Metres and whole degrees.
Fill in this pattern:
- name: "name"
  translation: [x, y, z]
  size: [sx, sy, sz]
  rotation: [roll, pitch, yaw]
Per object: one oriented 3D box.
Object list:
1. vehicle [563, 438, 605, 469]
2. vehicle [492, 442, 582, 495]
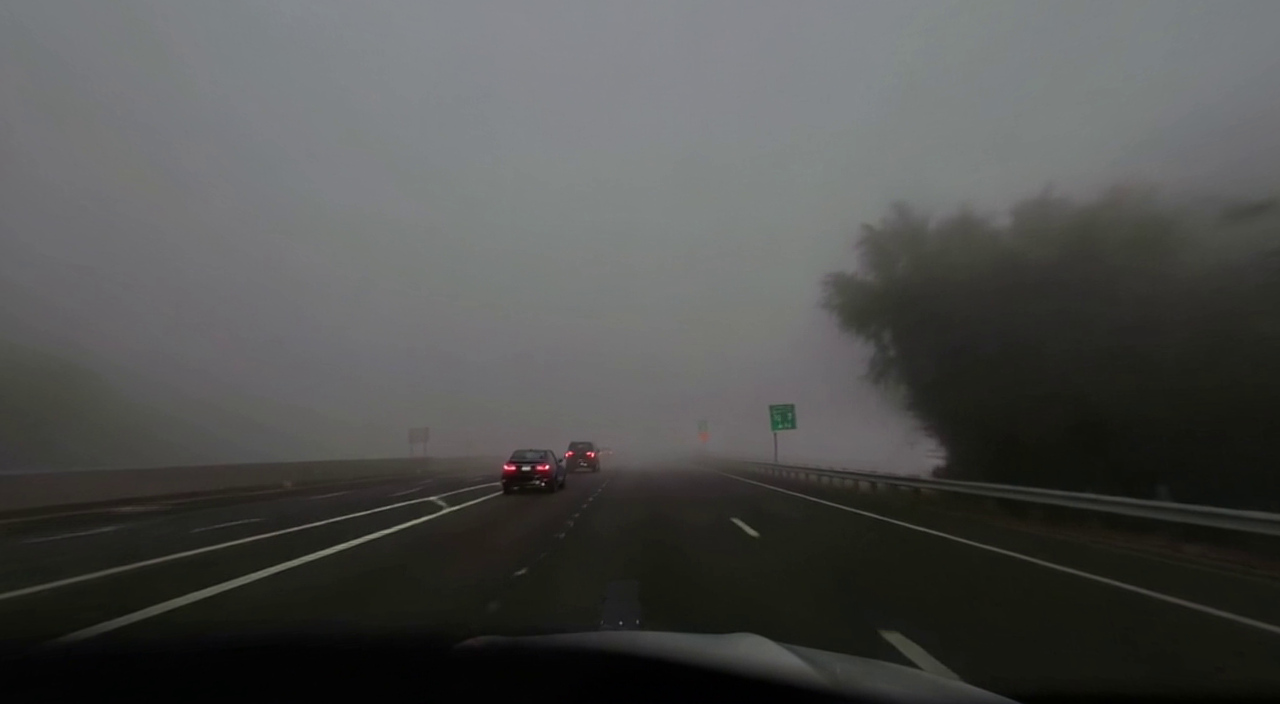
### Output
- name: "vehicle"
  translation: [-3.458, 6.357, 39.492]
  size: [2.177, 1.852, 4.427]
  rotation: [0, -9, 1]
- name: "vehicle"
  translation: [-3.191, 3.725, 20.537]
  size: [2.044, 1.527, 4.607]
  rotation: [0, -9, 1]
